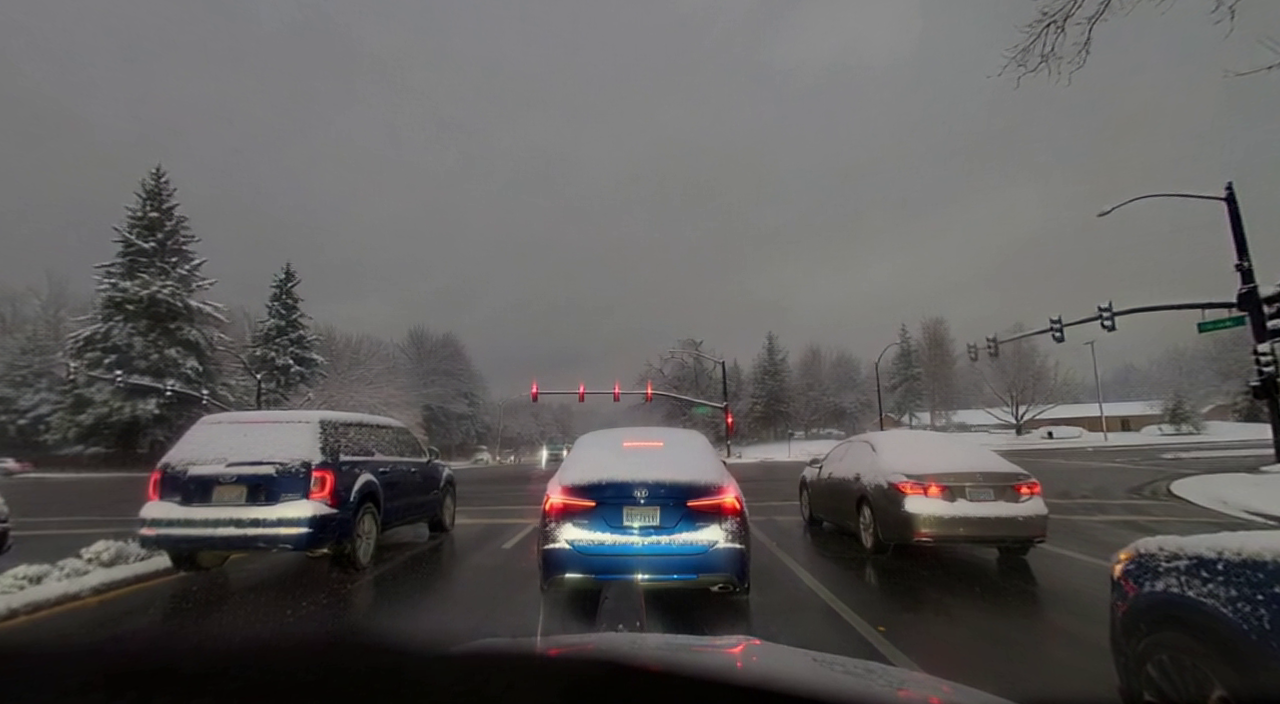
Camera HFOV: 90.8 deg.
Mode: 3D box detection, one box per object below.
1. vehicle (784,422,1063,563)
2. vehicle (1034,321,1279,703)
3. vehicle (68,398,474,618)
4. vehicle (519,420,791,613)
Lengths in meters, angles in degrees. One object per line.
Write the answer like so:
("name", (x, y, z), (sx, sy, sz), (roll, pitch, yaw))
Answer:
("vehicle", (3.532, 1.838, 8.990), (1.874, 1.487, 4.404), (0, -9, -1))
("vehicle", (3.235, 0.608, 1.173), (2.178, 1.691, 4.314), (0, -9, 0))
("vehicle", (-3.416, 1.525, 7.070), (1.958, 1.693, 4.242), (0, -9, 0))
("vehicle", (0.062, 1.589, 7.022), (2.114, 1.482, 4.056), (0, -9, -2))
